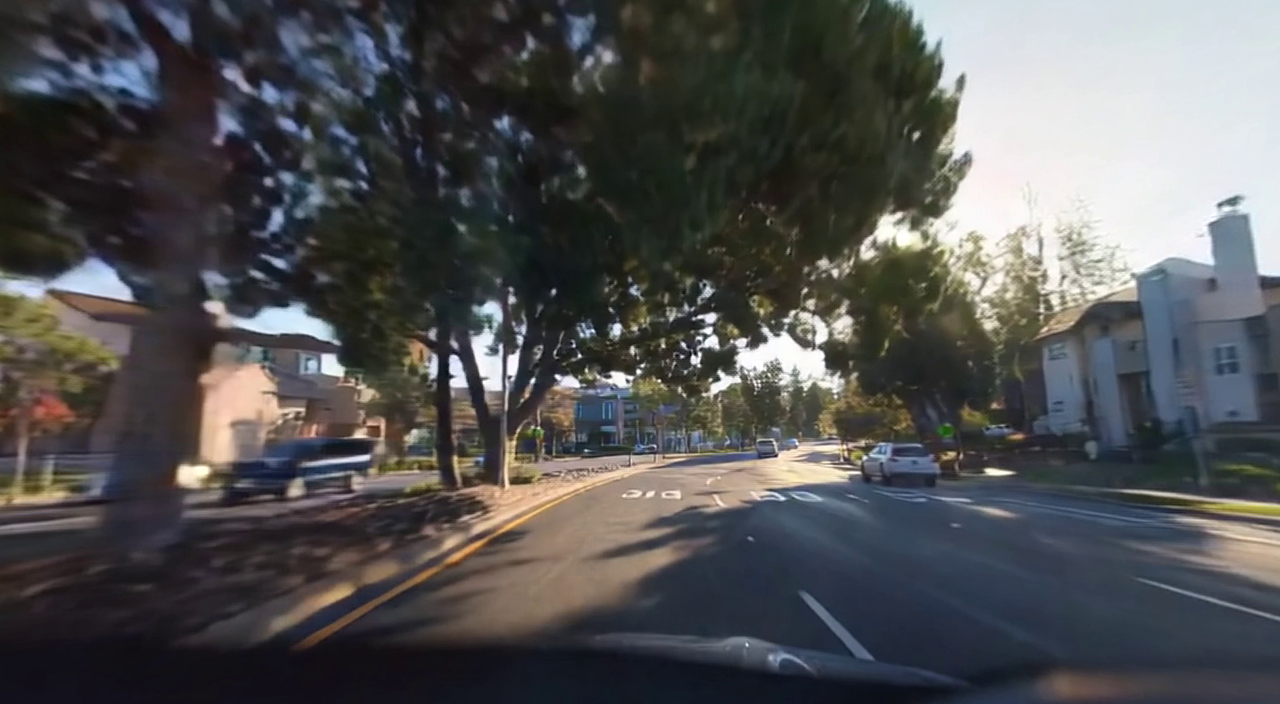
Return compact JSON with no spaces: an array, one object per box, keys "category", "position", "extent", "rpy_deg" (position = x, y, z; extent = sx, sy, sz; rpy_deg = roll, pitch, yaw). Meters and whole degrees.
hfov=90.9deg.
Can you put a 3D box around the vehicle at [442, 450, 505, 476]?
[{"category":"vehicle","position":[-9.920,6.649,37.997],"extent":[1.905,1.451,4.698],"rpy_deg":[-1,-8,9]}]

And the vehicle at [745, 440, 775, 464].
[{"category":"vehicle","position":[8.838,7.296,46.123],"extent":[1.991,1.684,4.127],"rpy_deg":[-2,-9,12]}]

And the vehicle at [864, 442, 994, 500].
[{"category":"vehicle","position":[8.106,3.349,18.193],"extent":[1.855,1.444,4.389],"rpy_deg":[-1,-8,3]}]

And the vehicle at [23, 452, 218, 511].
[{"category":"vehicle","position":[-15.222,3.772,18.859],"extent":[1.893,1.474,4.375],"rpy_deg":[-1,-8,4]}]

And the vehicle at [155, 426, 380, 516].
[{"category":"vehicle","position":[-8.833,2.849,15.721],"extent":[2.137,1.828,5.202],"rpy_deg":[-1,-8,4]}]
